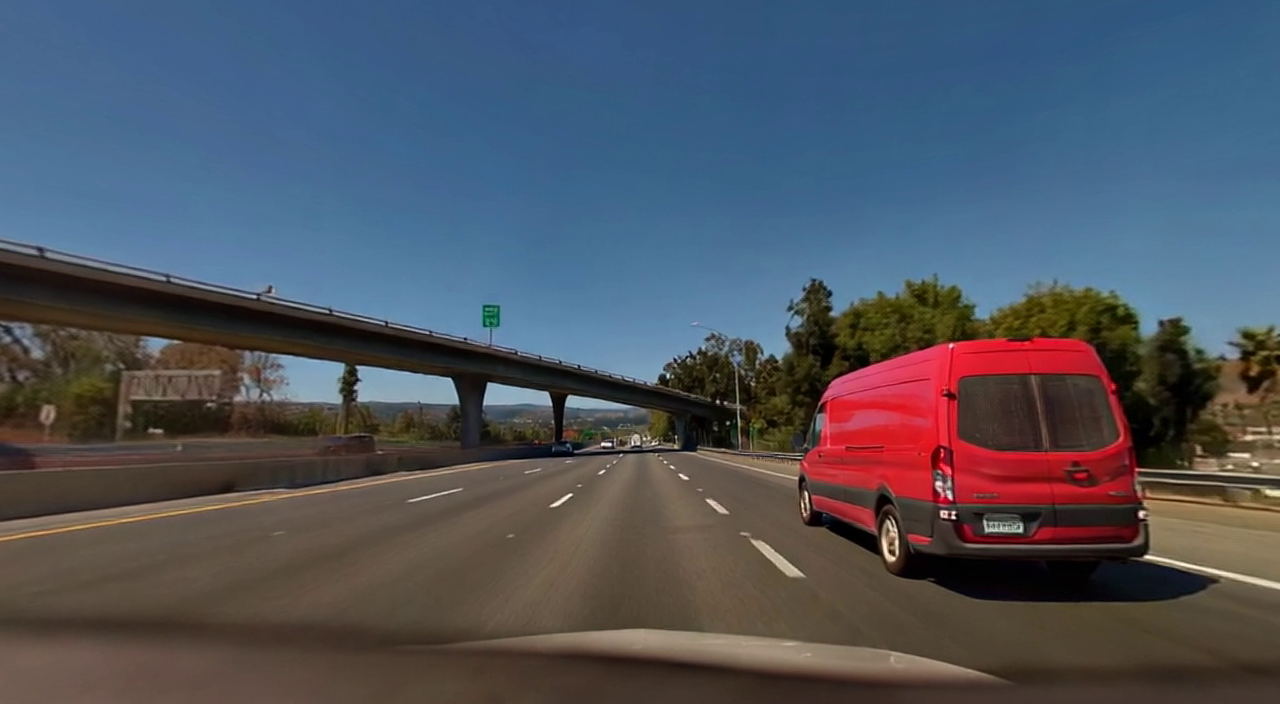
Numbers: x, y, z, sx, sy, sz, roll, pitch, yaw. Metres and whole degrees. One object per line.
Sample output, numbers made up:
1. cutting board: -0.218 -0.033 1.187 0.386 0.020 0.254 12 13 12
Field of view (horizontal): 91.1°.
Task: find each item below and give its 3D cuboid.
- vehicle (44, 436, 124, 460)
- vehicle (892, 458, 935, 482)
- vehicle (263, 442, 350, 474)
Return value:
1. vehicle: -40.728 7.023 46.112 2.089 1.672 4.546 1 -8 -8
2. vehicle: 21.648 9.348 49.882 2.048 1.716 4.390 -2 -8 10
3. vehicle: -16.278 5.176 30.942 1.851 1.443 4.473 0 -8 0
